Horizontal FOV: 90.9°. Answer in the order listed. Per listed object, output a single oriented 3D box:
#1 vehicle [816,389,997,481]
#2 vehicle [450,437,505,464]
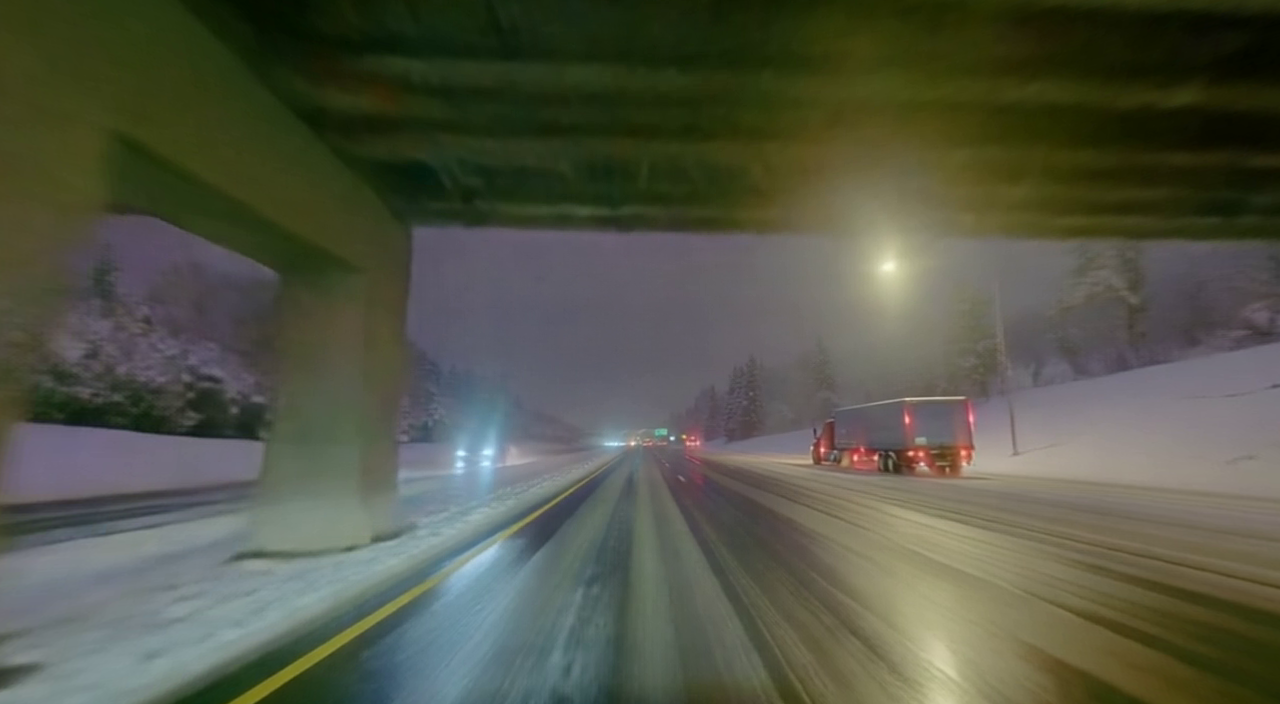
[{"bbox_3d":[10.851,3.699,27.560,2.960,3.207,10.950,0,-8,-1],"label":"vehicle"},{"bbox_3d":[-10.004,6.101,39.118,2.009,1.551,4.720,0,-8,2],"label":"vehicle"}]
